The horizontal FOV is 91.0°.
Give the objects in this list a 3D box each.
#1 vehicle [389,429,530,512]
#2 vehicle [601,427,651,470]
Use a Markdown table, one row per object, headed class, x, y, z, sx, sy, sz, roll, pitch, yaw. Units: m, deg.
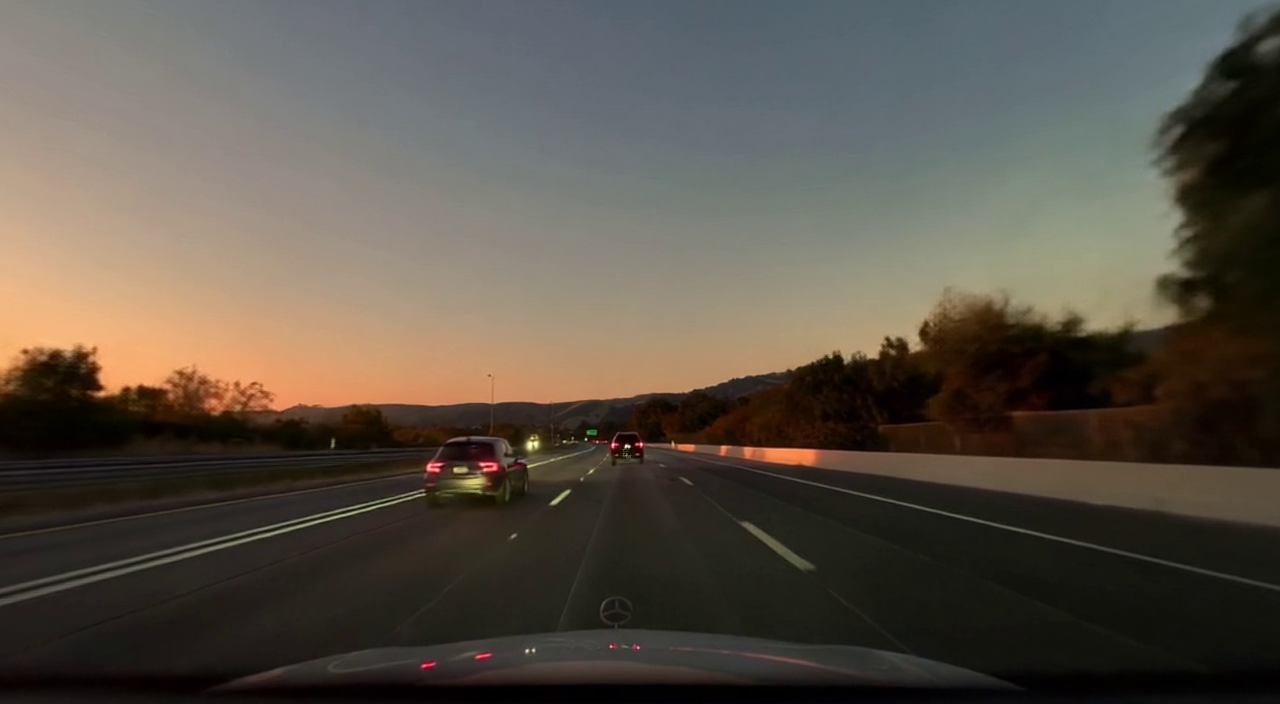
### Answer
| class | x | y | z | sx | sy | sz | roll | pitch | yaw |
| --- | --- | --- | --- | --- | --- | --- | --- | --- | --- |
| vehicle | -3.930 | 2.654 | 14.586 | 2.039 | 1.602 | 4.317 | 0 | -8 | -1 |
| vehicle | -0.739 | 4.917 | 32.133 | 2.382 | 1.973 | 4.439 | 0 | -8 | -2 |
